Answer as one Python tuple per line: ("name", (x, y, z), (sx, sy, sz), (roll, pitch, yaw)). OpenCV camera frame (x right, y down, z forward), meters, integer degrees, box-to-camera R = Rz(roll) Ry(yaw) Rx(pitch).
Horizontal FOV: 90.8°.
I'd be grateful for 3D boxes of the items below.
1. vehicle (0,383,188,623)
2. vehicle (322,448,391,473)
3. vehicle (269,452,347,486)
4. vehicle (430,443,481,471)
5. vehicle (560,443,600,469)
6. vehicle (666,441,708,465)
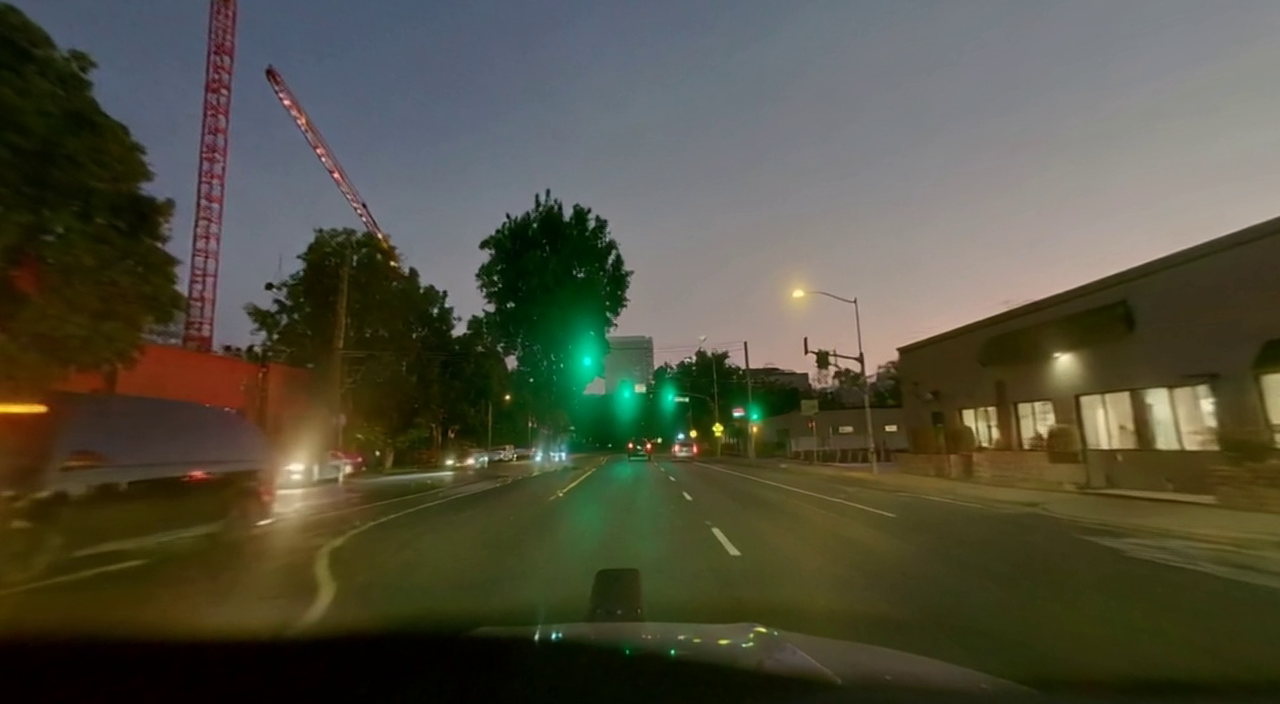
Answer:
("vehicle", (-5.979, 1.249, 5.326), (2.058, 1.751, 4.502), (0, -8, -16))
("vehicle", (-21.587, 8.276, 48.192), (4.291, 1.687, 1.949), (-2, -8, 3))
("vehicle", (-16.497, 5.807, 31.607), (1.725, 1.500, 3.875), (-1, -8, 2))
("vehicle", (-12.629, 7.190, 43.524), (2.078, 1.740, 4.703), (0, -9, 0))
("vehicle", (-3.614, 6.359, 38.750), (1.962, 1.484, 4.351), (0, -8, 1))
("vehicle", (3.444, 7.543, 47.394), (2.427, 1.665, 5.593), (0, -9, -3))
